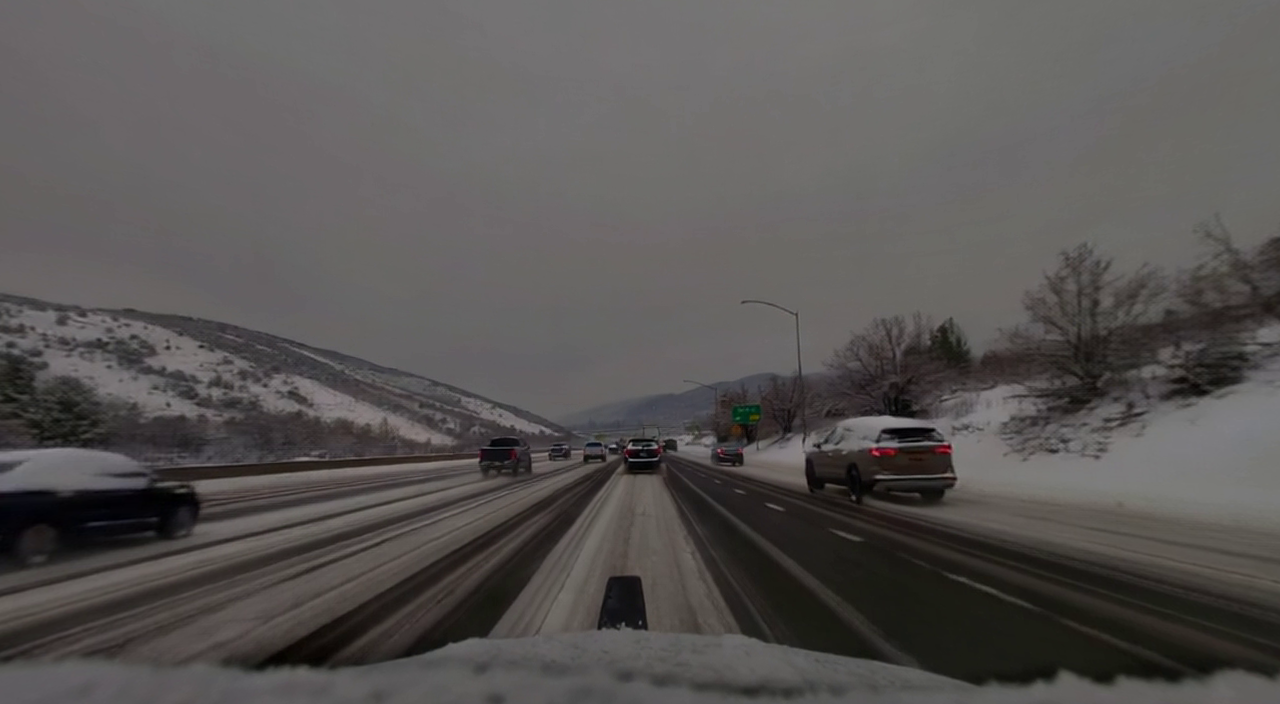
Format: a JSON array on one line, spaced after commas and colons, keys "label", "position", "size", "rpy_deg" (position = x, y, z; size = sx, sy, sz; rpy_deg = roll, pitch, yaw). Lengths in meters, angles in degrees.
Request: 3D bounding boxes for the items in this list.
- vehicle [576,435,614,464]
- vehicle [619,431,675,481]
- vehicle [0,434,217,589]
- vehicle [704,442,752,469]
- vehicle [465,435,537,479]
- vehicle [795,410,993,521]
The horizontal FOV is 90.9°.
[{"label": "vehicle", "position": [-3.319, 7.373, 47.691], "size": [2.316, 1.999, 5.765], "rpy_deg": [0, -8, 1]}, {"label": "vehicle", "position": [0.250, 4.124, 25.263], "size": [2.052, 1.808, 3.898], "rpy_deg": [0, -8, 0]}, {"label": "vehicle", "position": [-7.166, 1.648, 6.749], "size": [1.916, 1.482, 4.908], "rpy_deg": [0, -8, -1]}, {"label": "vehicle", "position": [4.921, 5.857, 35.922], "size": [1.998, 1.456, 4.338], "rpy_deg": [0, -8, -2]}, {"label": "vehicle", "position": [-6.218, 4.747, 28.834], "size": [2.160, 1.799, 5.001], "rpy_deg": [0, -8, 0]}, {"label": "vehicle", "position": [4.925, 2.283, 13.154], "size": [2.029, 1.859, 4.669], "rpy_deg": [0, -8, -2]}]
